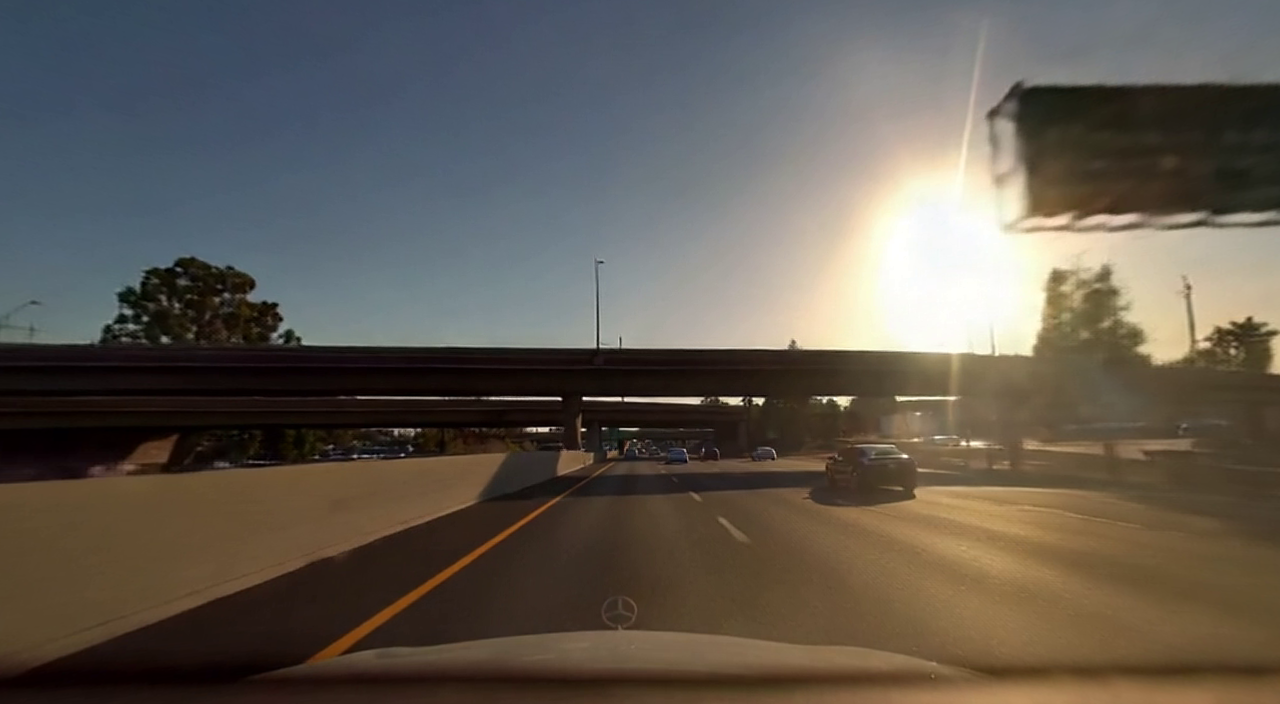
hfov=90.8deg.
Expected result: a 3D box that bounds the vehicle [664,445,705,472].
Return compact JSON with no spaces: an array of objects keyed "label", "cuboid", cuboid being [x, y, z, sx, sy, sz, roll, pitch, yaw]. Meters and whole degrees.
[{"label":"vehicle","cuboid":[2.606,6.324,37.913,1.993,1.507,4.594,0,-8,-2]}]

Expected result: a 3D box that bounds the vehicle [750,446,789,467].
[{"label":"vehicle","cuboid":[9.415,7.570,46.152,1.838,1.440,4.121,0,-8,-2]}]

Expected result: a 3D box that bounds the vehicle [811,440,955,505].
[{"label":"vehicle","cuboid":[6.305,3.140,17.054,1.952,1.489,4.483,0,-8,-2]}]

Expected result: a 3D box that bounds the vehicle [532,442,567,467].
[{"label":"vehicle","cuboid":[-7.070,8.021,49.660,2.086,1.884,4.793,0,-8,0]}]
